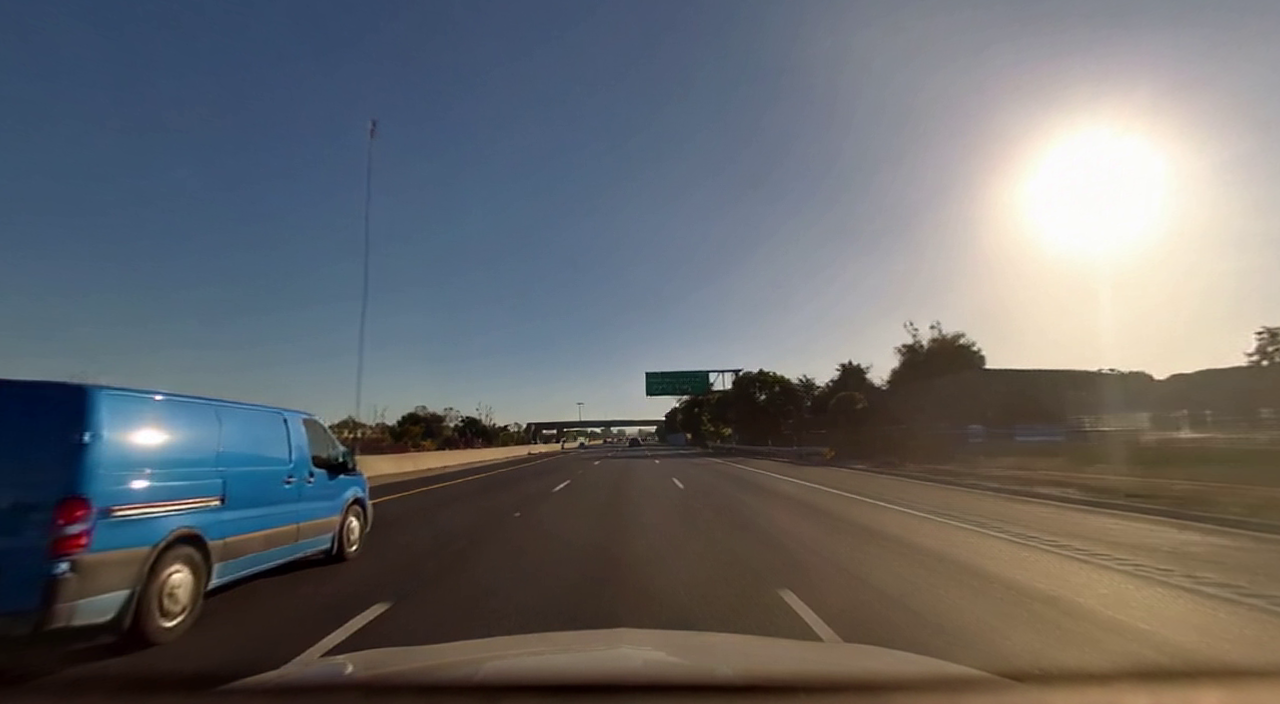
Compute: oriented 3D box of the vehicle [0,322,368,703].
[{"bbox_3d":[-4.188,1.040,4.850,2.104,1.860,4.853,0,-8,-1],"label":"vehicle"}]
